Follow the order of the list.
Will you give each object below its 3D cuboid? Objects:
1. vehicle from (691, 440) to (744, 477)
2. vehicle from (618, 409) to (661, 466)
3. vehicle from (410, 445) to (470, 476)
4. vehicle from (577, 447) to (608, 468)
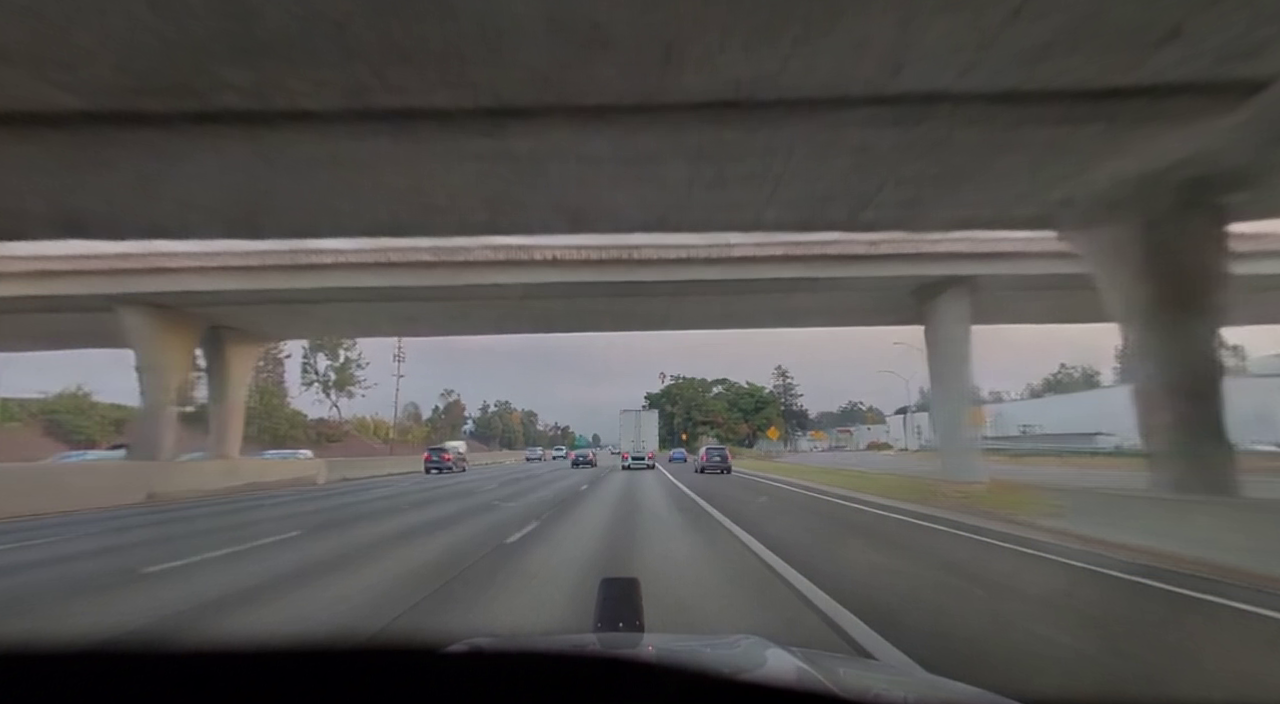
[{"bbox_3d":[3.786,5.294,31.484,2.107,1.707,4.445,0,-9,0],"label":"vehicle"},{"bbox_3d":[0.125,6.767,49.146,3.012,3.928,10.262,0,-9,2],"label":"vehicle"},{"bbox_3d":[-11.213,6.124,35.626,1.966,1.627,4.258,0,-9,1],"label":"vehicle"},{"bbox_3d":[-3.709,8.241,49.389,2.083,1.576,4.307,0,-9,0],"label":"vehicle"}]
